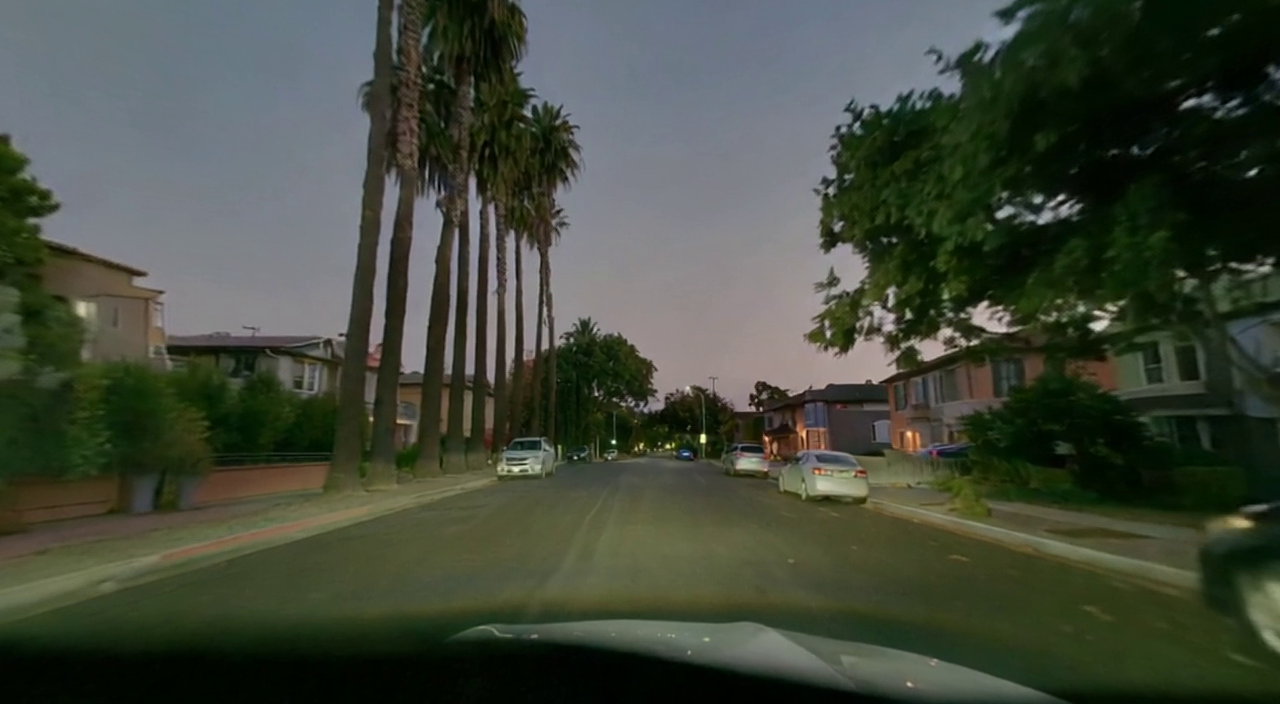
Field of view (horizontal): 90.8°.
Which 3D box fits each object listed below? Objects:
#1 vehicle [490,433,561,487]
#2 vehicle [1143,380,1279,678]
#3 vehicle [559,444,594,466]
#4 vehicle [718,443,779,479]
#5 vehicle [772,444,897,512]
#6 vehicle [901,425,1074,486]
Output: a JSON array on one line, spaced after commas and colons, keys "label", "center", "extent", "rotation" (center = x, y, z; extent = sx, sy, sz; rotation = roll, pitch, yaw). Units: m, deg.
[{"label": "vehicle", "center": [-4.513, 4.329, 25.709], "extent": [2.149, 1.877, 5.082], "rotation": [-1, -8, -2]}, {"label": "vehicle", "center": [5.036, 0.913, 2.335], "extent": [2.131, 1.824, 5.229], "rotation": [3, -8, 1]}, {"label": "vehicle", "center": [-4.742, 7.766, 47.720], "extent": [2.079, 1.486, 4.877], "rotation": [-2, -8, 0]}, {"label": "vehicle", "center": [4.944, 5.015, 29.403], "extent": [1.991, 1.554, 4.501], "rotation": [0, -8, -1]}, {"label": "vehicle", "center": [5.041, 3.286, 17.078], "extent": [2.056, 1.464, 4.493], "rotation": [3, -8, 1]}, {"label": "vehicle", "center": [11.842, 3.550, 21.817], "extent": [4.621, 1.591, 2.090], "rotation": [-5, -8, -1]}]
